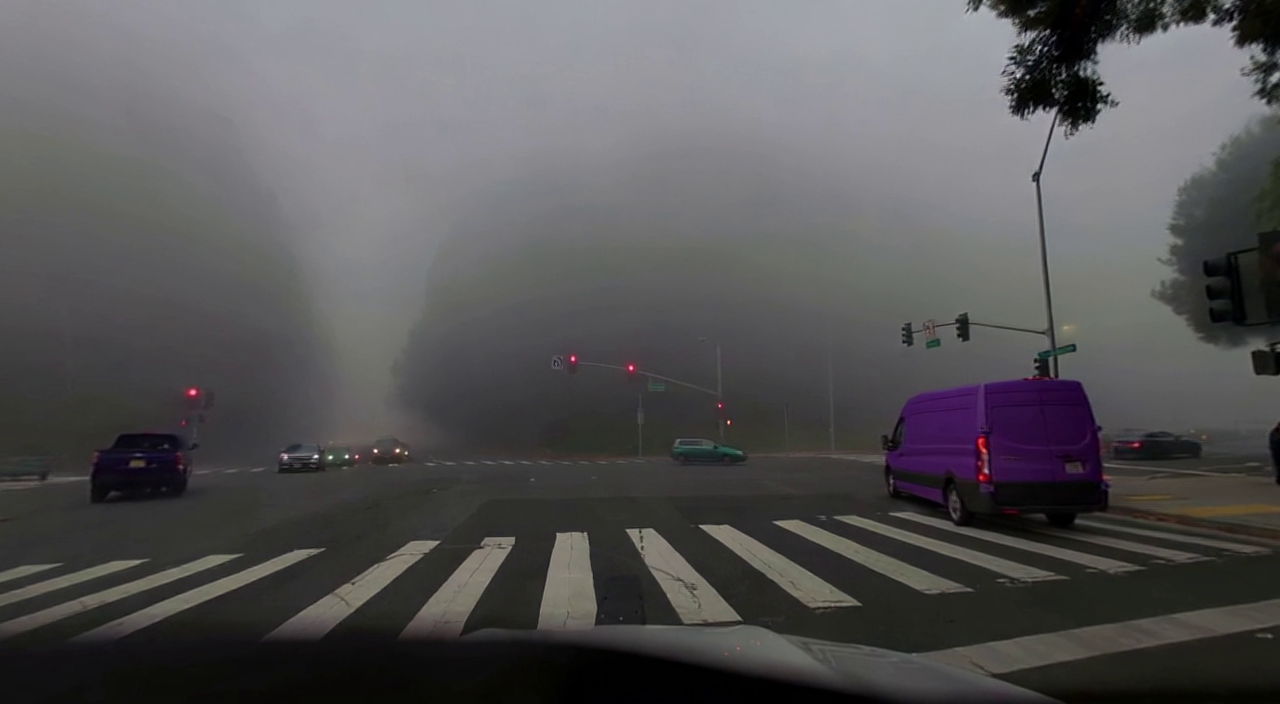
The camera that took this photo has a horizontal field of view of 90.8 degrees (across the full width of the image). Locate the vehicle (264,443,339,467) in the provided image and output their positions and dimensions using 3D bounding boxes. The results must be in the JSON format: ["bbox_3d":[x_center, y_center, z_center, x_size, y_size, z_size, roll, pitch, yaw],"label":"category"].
[{"bbox_3d":[-21.839,6.641,40.971,1.859,1.415,4.591,-1,-9,8],"label":"vehicle"}]

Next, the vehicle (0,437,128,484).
[{"bbox_3d":[-20.572,3.775,22.079,4.524,1.496,1.993,-3,-9,20],"label":"vehicle"}]

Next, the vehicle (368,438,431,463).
[{"bbox_3d":[-17.385,7.159,46.003,2.189,1.753,4.785,-1,-9,8],"label":"vehicle"}]

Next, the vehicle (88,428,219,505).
[{"bbox_3d":[-12.243,2.863,16.234,2.115,1.653,4.553,5,-10,-32],"label":"vehicle"}]

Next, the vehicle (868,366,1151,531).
[{"bbox_3d":[6.580,1.858,12.343,2.332,2.511,5.326,0,-9,1],"label":"vehicle"}]

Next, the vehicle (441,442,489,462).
[{"bbox_3d":[-13.191,7.585,47.866,1.845,1.426,4.289,-1,-9,8],"label":"vehicle"}]

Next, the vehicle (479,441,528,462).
[{"bbox_3d":[-10.155,7.469,47.397,2.097,1.484,4.596,-1,-9,8],"label":"vehicle"}]

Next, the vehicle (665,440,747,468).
[{"bbox_3d":[3.505,5.421,33.662,3.909,1.409,1.907,-5,-10,28],"label":"vehicle"}]
